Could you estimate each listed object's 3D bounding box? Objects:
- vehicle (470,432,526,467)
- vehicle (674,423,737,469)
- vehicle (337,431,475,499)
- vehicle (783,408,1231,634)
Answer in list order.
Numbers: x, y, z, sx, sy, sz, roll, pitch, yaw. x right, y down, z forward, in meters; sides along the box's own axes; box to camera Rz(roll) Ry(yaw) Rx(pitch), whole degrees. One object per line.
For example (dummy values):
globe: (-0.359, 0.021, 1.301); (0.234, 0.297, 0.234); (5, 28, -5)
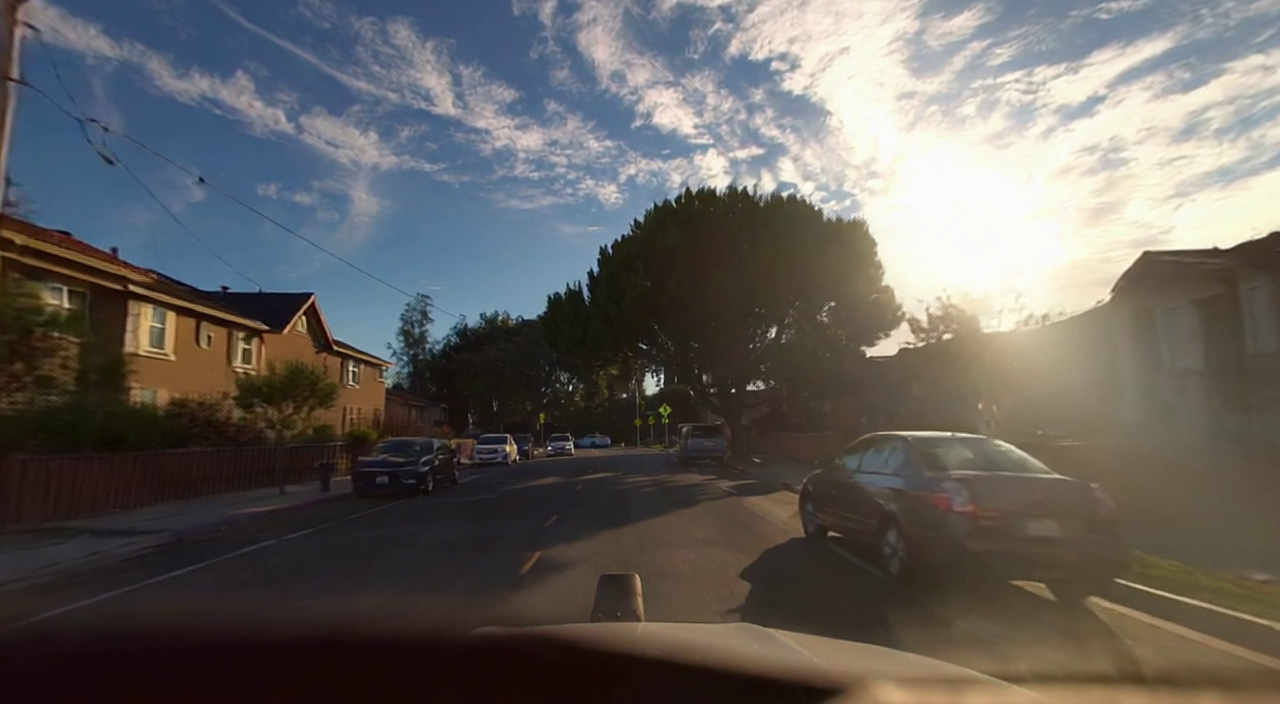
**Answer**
vehicle: (-6.599, 4.551, 29.665); (1.842, 1.540, 3.704); (0, -8, -2)
vehicle: (2.508, 3.744, 25.366); (1.997, 1.663, 4.544); (0, -8, -1)
vehicle: (-6.022, 2.917, 17.039); (1.972, 1.502, 5.530); (0, -8, -4)
vehicle: (3.178, 1.489, 6.969); (1.875, 1.568, 4.899); (0, -7, -2)
